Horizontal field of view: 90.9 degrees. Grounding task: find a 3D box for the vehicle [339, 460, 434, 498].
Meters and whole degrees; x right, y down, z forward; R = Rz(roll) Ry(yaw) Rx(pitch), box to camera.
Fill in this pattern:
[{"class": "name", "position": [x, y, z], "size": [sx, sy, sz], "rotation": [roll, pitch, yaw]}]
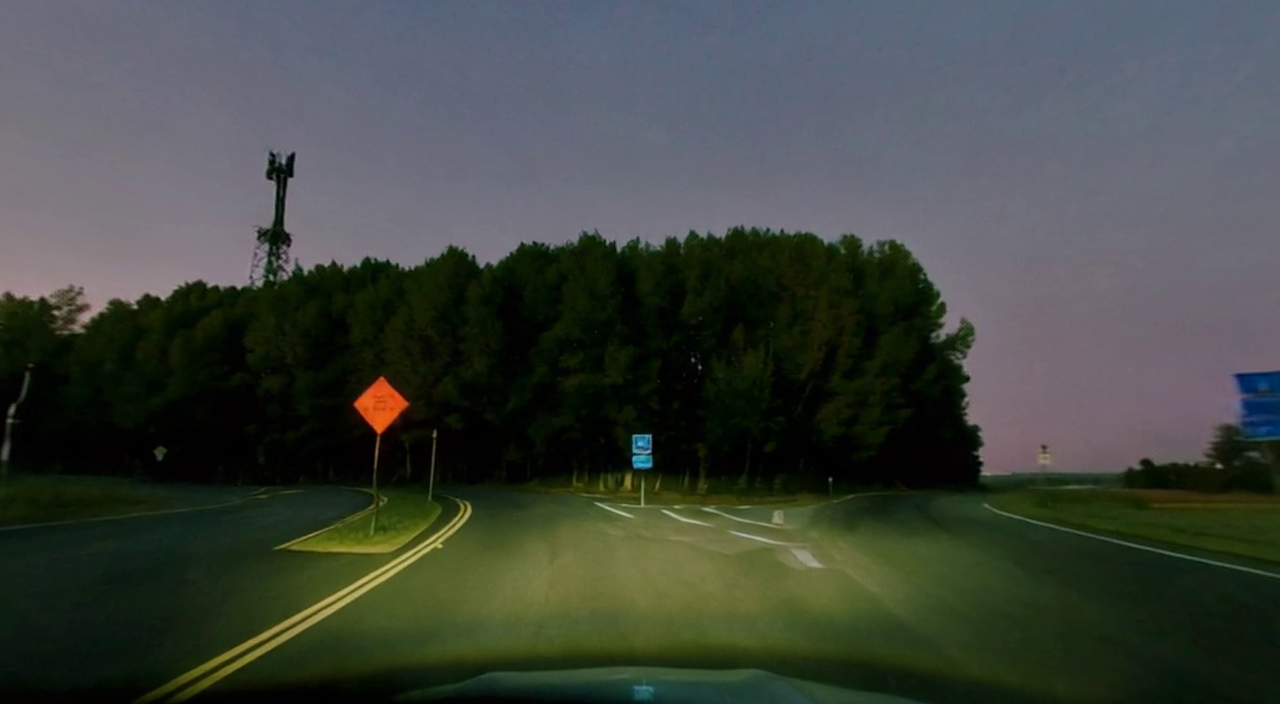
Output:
[{"class": "vehicle", "position": [-11.570, 5.837, 29.079], "size": [1.889, 1.583, 3.992], "rotation": [-2, -11, 17]}]
